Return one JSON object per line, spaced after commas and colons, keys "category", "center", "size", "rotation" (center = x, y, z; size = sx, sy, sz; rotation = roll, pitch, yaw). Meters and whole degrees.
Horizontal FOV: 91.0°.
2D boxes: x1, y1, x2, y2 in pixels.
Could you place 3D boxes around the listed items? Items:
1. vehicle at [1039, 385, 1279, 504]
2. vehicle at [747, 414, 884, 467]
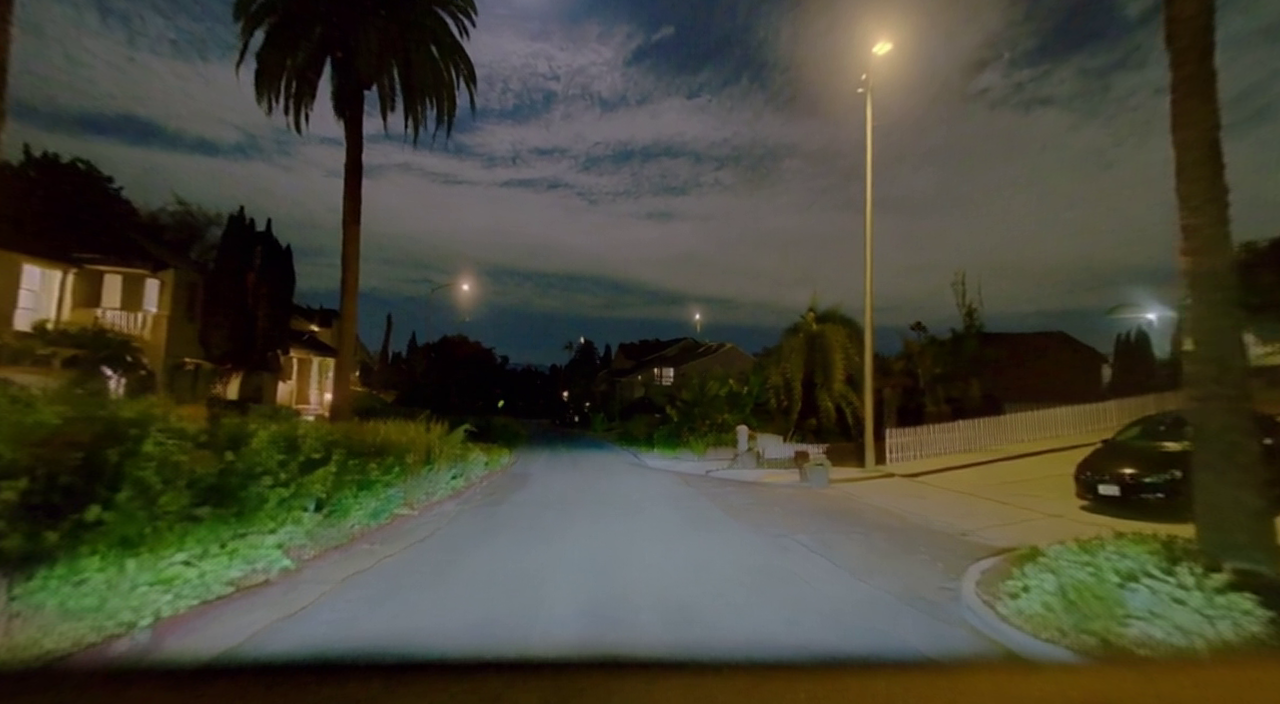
{"category": "vehicle", "center": [10.522, 1.835, 12.089], "size": [4.443, 1.948, 2.230], "rotation": [3, -12, -16]}
{"category": "vehicle", "center": [7.630, 3.893, 27.314], "size": [5.663, 1.913, 2.170], "rotation": [7, -10, -25]}
